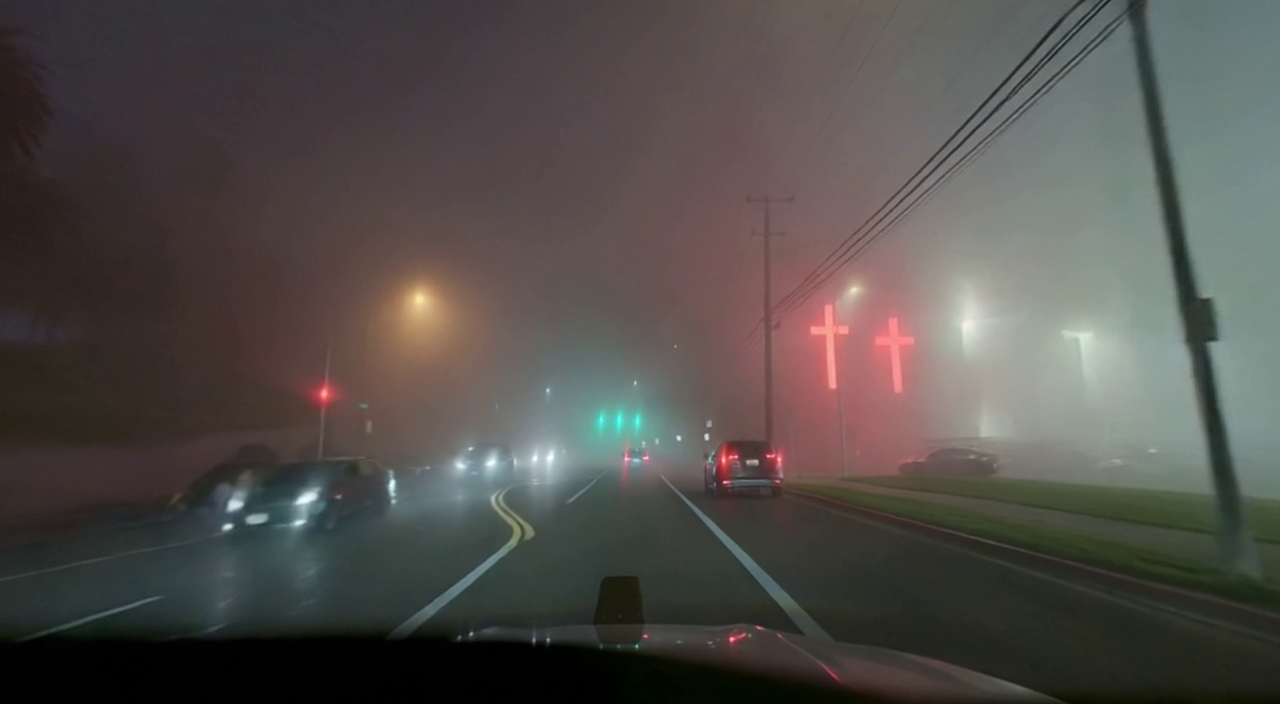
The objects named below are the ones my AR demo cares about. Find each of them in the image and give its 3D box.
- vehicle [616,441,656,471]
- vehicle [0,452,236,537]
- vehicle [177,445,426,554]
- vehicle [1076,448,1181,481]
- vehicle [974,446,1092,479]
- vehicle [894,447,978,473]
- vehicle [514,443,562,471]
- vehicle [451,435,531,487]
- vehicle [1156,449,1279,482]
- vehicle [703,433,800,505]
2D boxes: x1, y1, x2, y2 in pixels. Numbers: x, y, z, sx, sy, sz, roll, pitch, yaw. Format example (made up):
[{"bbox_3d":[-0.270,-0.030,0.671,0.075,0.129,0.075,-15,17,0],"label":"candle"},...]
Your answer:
[{"bbox_3d":[-0.254,6.108,37.211,2.196,1.655,3.939,0,-8,-1],"label":"vehicle"},{"bbox_3d":[-11.957,3.219,14.899,2.062,1.609,4.233,0,-8,-1],"label":"vehicle"},{"bbox_3d":[-5.710,2.487,11.485,2.074,1.541,4.395,0,-8,0],"label":"vehicle"},{"bbox_3d":[25.411,5.845,32.977,3.611,1.590,2.171,0,-8,-1],"label":"vehicle"},{"bbox_3d":[20.491,5.765,33.084,4.673,1.592,2.193,-1,-8,2],"label":"vehicle"},{"bbox_3d":[20.258,7.390,43.343,4.540,1.386,2.337,-4,-8,-1],"label":"vehicle"},{"bbox_3d":[-6.083,6.283,38.127,2.168,1.572,4.635,0,-8,-1],"label":"vehicle"},{"bbox_3d":[-5.919,4.374,25.806,2.106,1.890,4.783,0,-8,0],"label":"vehicle"},{"bbox_3d":[30.030,5.888,32.850,4.463,1.600,2.122,0,-8,1],"label":"vehicle"},{"bbox_3d":[3.139,3.391,18.786,1.995,1.858,4.333,0,-8,-1],"label":"vehicle"}]
